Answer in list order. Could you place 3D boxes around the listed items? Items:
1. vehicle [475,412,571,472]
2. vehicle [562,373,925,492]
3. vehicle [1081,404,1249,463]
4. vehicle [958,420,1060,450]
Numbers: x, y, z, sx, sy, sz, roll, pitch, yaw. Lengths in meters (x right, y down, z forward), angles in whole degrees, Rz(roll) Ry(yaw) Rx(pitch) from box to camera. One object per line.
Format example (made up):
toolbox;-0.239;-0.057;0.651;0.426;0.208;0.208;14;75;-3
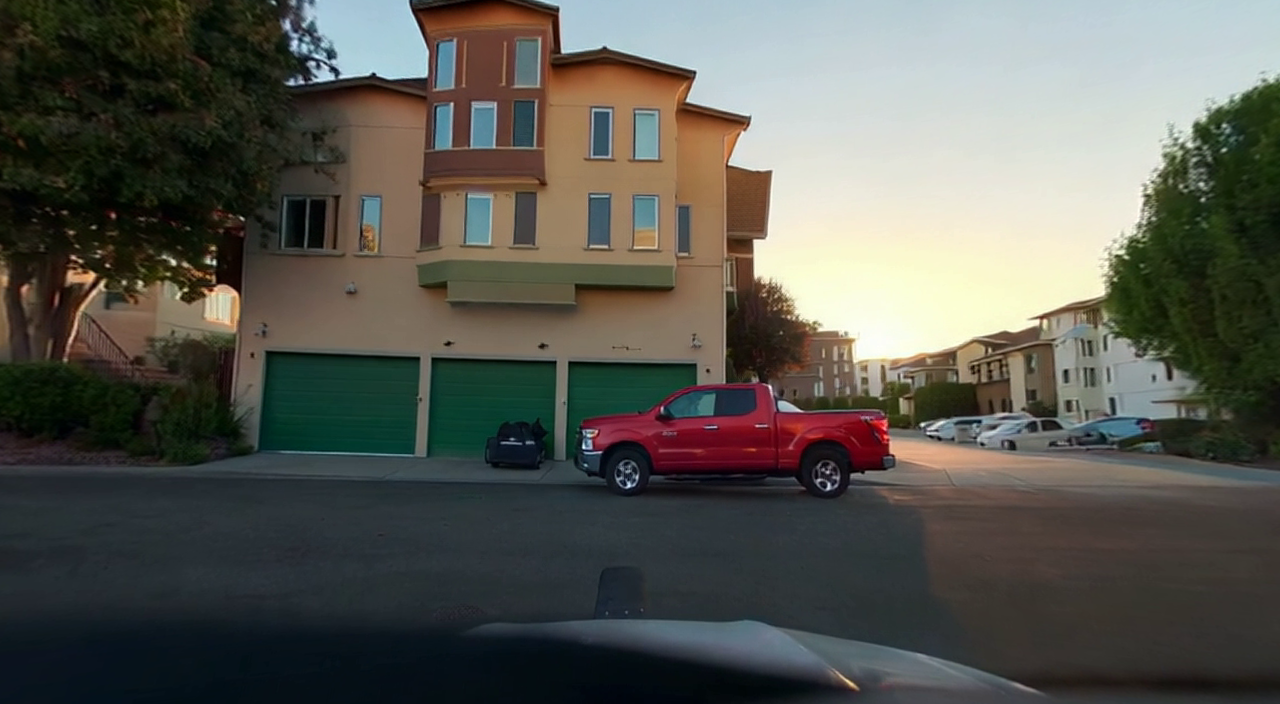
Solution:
vehicle;-3.528;2.729;19.720;1.869;1.460;3.826;-4;-4;6
vehicle;1.638;1.423;11.031;5.600;1.835;2.161;-1;-9;4
vehicle;17.119;2.705;20.736;3.770;1.496;1.951;5;-9;5
vehicle;18.275;4.145;31.375;3.897;1.416;1.703;-1;-8;5
